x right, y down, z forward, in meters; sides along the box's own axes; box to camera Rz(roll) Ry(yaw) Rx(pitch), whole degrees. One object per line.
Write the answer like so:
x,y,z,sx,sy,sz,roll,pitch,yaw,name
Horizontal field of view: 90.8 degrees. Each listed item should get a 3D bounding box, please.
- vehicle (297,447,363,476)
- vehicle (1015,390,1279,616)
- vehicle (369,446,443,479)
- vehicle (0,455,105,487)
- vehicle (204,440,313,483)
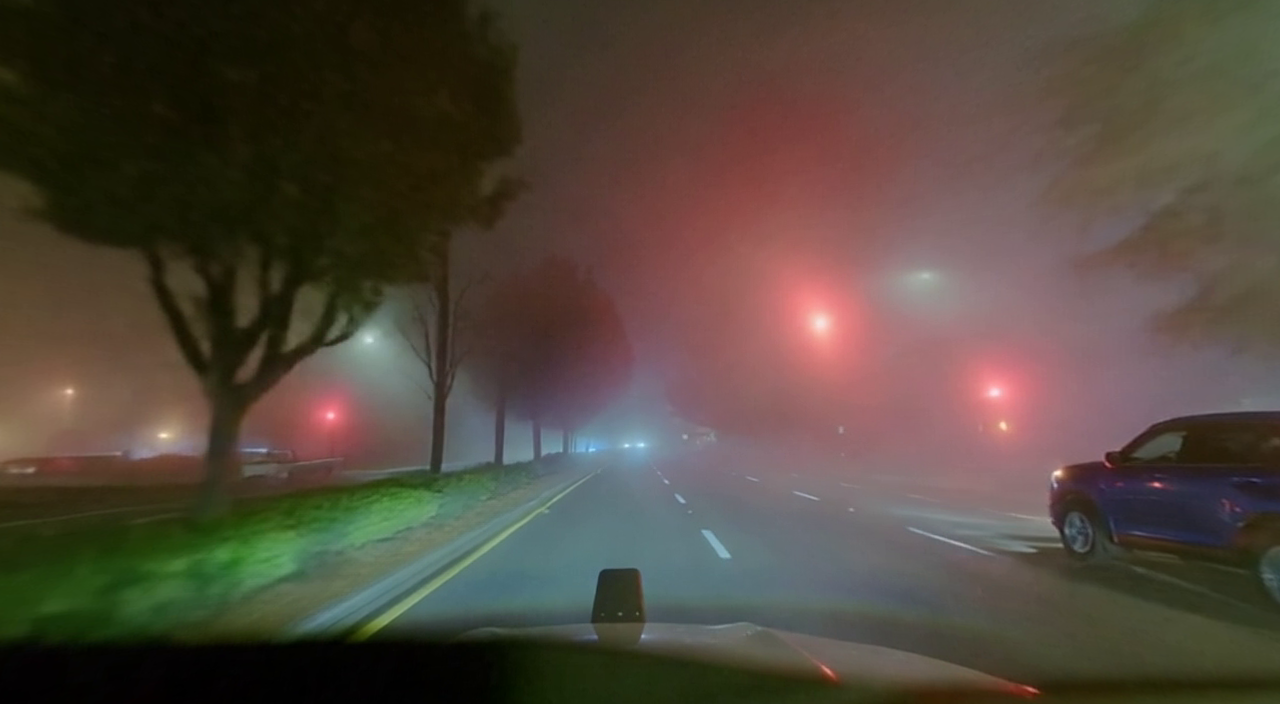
-19.565,6.888,40.081,2.060,1.665,4.282,0,-8,-1,vehicle
6.030,1.335,5.997,2.012,1.754,4.635,0,-8,-1,vehicle
-11.580,5.466,31.628,1.888,1.480,4.644,0,-8,0,vehicle
-28.824,5.715,30.494,4.228,1.456,1.998,-1,-8,2,vehicle
-19.645,5.646,32.945,2.281,2.035,5.418,0,-8,0,vehicle
